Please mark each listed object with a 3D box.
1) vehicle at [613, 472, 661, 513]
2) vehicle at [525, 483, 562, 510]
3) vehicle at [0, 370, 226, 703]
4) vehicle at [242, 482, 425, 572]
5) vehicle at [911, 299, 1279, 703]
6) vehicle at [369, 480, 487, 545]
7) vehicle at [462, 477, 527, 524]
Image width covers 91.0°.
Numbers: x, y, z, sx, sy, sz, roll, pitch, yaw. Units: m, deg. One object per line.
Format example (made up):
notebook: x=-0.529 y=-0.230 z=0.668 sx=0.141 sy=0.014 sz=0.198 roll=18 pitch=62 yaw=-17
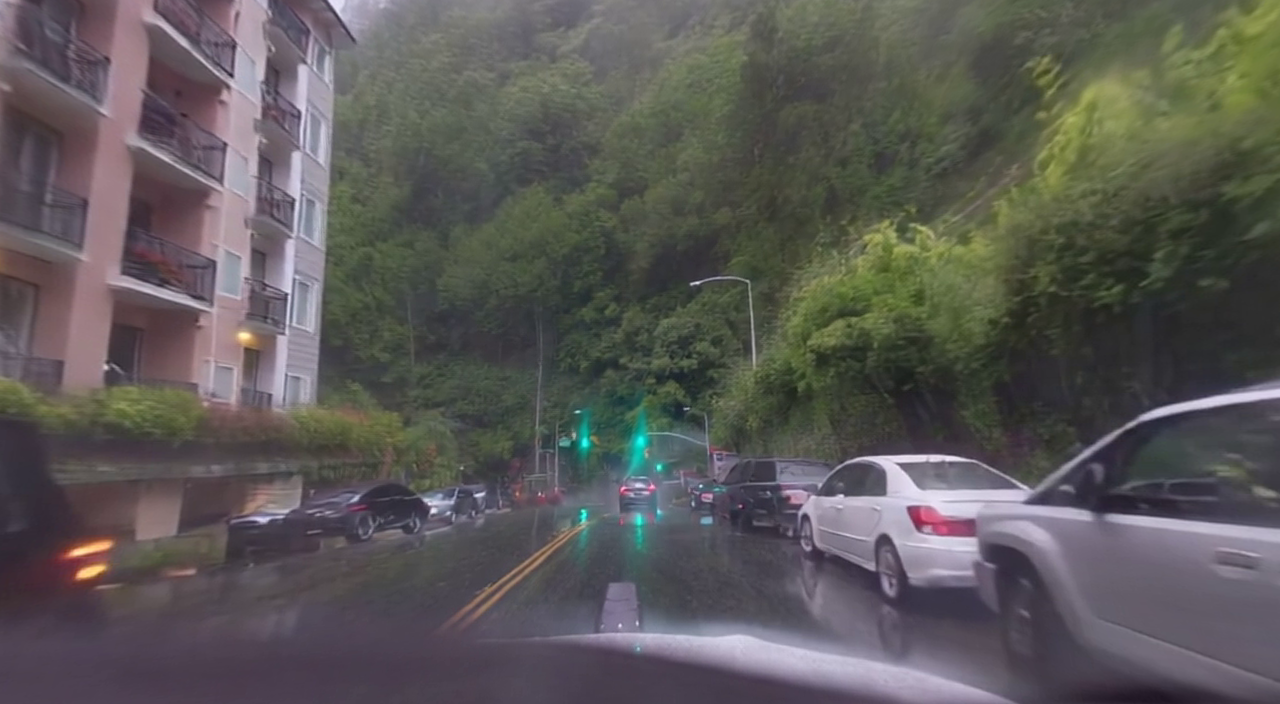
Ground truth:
vehicle: x=-0.196 y=6.927 z=31.268 sx=2.201 sy=1.731 sz=3.854 roll=0 pitch=-8 yaw=-2
vehicle: x=-6.626 y=9.959 z=43.572 sx=1.859 sy=1.428 sz=4.465 roll=0 pitch=-9 yaw=-1
vehicle: x=-3.084 y=0.679 z=0.678 sx=2.102 sy=1.621 sz=4.627 roll=0 pitch=-9 yaw=0
vehicle: x=-6.512 y=3.738 z=14.031 sx=1.772 sy=1.415 sz=4.361 roll=0 pitch=-9 yaw=2
vehicle: x=2.922 y=0.753 z=1.965 sx=2.139 sy=1.752 sz=4.411 roll=0 pitch=-9 yaw=0
vehicle: x=-6.224 y=4.751 z=19.115 sx=1.905 sy=1.475 sz=4.592 roll=0 pitch=-9 yaw=1
vehicle: x=-6.532 y=6.676 z=28.724 sx=2.013 sy=1.729 sz=4.329 roll=0 pitch=-8 yaw=-2
